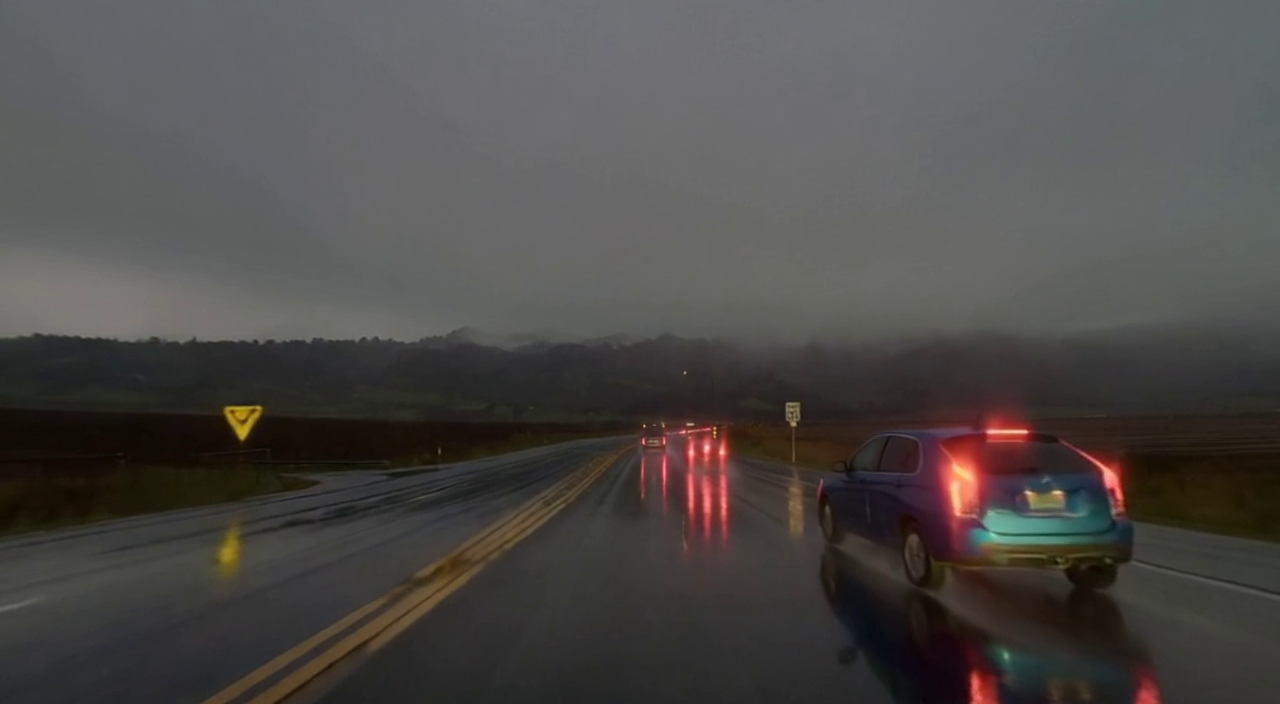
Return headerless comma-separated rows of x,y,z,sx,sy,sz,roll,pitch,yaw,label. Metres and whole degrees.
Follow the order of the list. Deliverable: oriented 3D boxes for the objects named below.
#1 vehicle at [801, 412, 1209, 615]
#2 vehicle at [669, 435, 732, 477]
3.306,1.524,6.863,2.007,1.534,3.976,0,-8,0,vehicle
2.375,4.221,25.865,2.026,1.531,4.273,0,-8,-2,vehicle
